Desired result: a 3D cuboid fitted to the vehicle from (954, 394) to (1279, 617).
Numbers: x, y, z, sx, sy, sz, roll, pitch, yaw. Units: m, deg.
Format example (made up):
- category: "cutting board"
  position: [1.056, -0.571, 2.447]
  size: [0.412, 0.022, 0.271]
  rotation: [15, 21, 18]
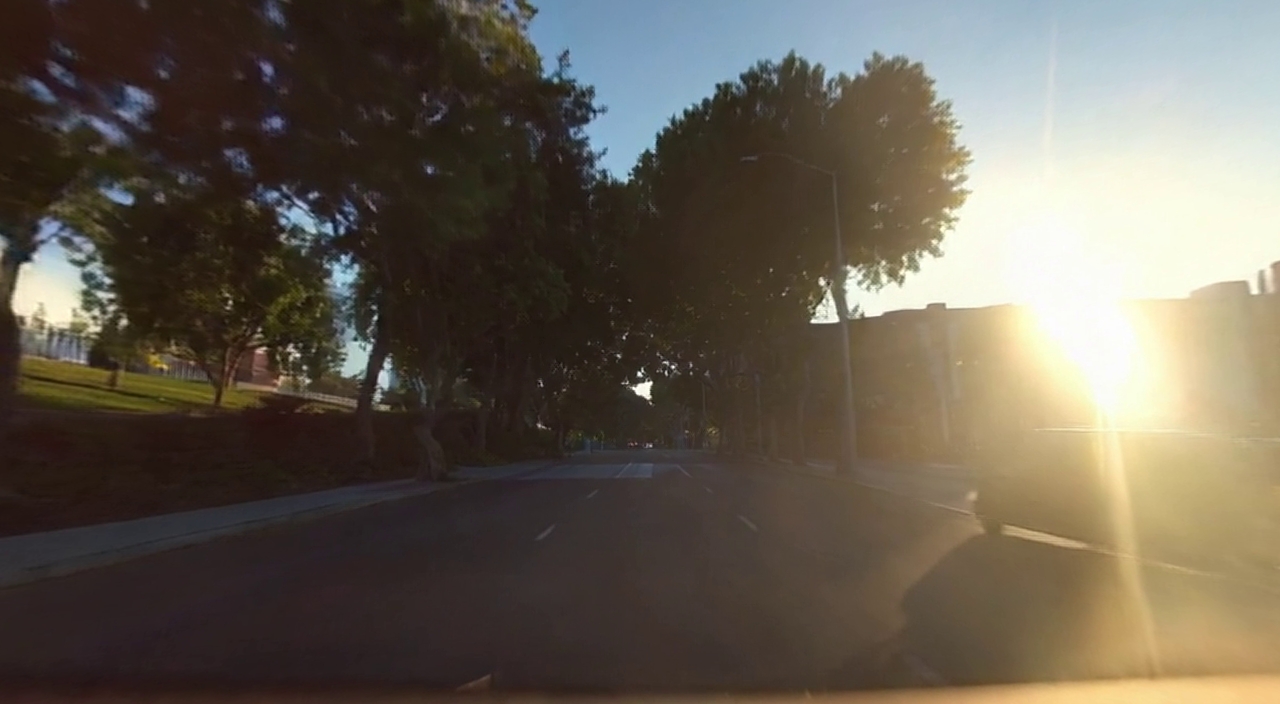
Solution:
- category: "vehicle"
  position: [6.108, 1.599, 7.660]
  size: [2.177, 1.788, 5.106]
  rotation: [0, -8, 3]
